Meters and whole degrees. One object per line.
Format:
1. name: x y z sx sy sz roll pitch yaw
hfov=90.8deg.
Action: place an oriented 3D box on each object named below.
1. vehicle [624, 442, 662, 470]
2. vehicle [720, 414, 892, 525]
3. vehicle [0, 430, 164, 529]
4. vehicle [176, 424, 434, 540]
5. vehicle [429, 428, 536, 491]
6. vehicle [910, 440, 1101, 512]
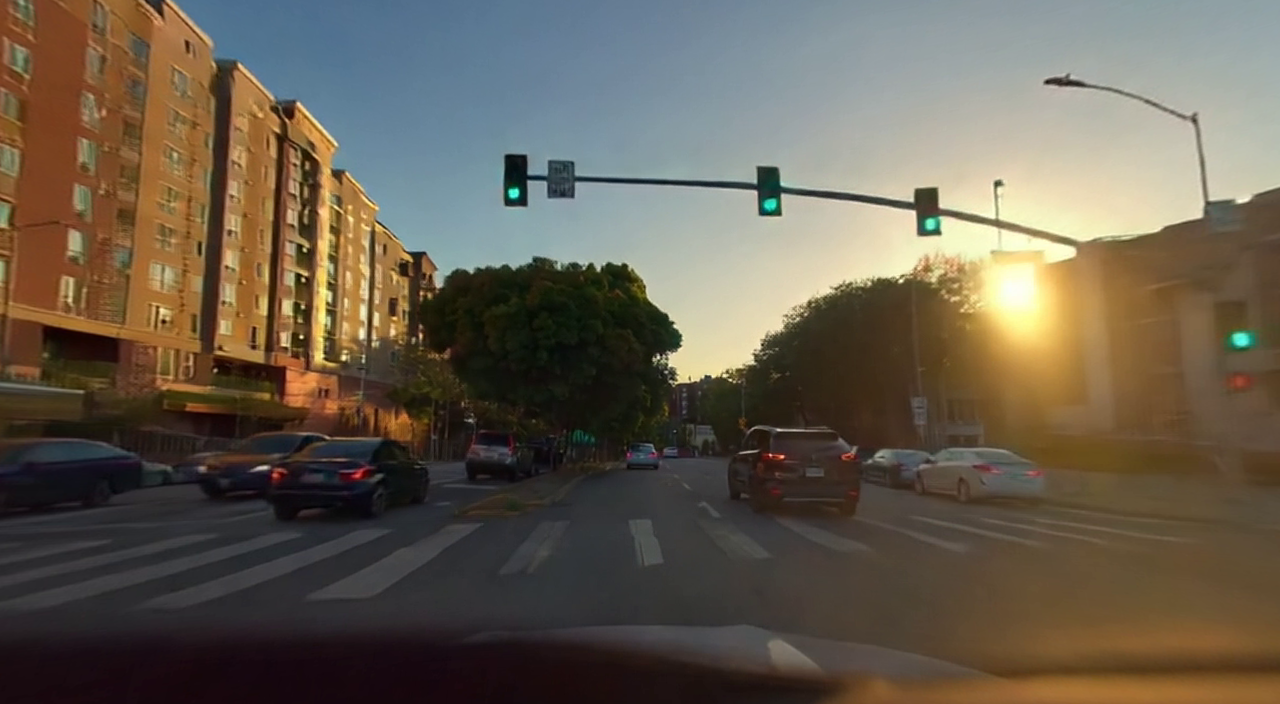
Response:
1. vehicle: 0.122 6.044 36.939 2.059 1.492 4.033 0 -8 -1
2. vehicle: 3.116 2.332 13.147 2.129 1.844 4.767 0 -8 -2
3. vehicle: -11.732 2.303 11.657 2.001 1.638 4.980 0 -8 0
4. vehicle: -5.529 2.217 11.399 2.062 1.532 4.830 -2 -9 0
5. vehicle: -4.980 3.484 20.853 2.275 1.816 4.923 0 -8 0
6. vehicle: 9.081 3.072 16.368 1.962 1.542 4.999 0 -8 0
